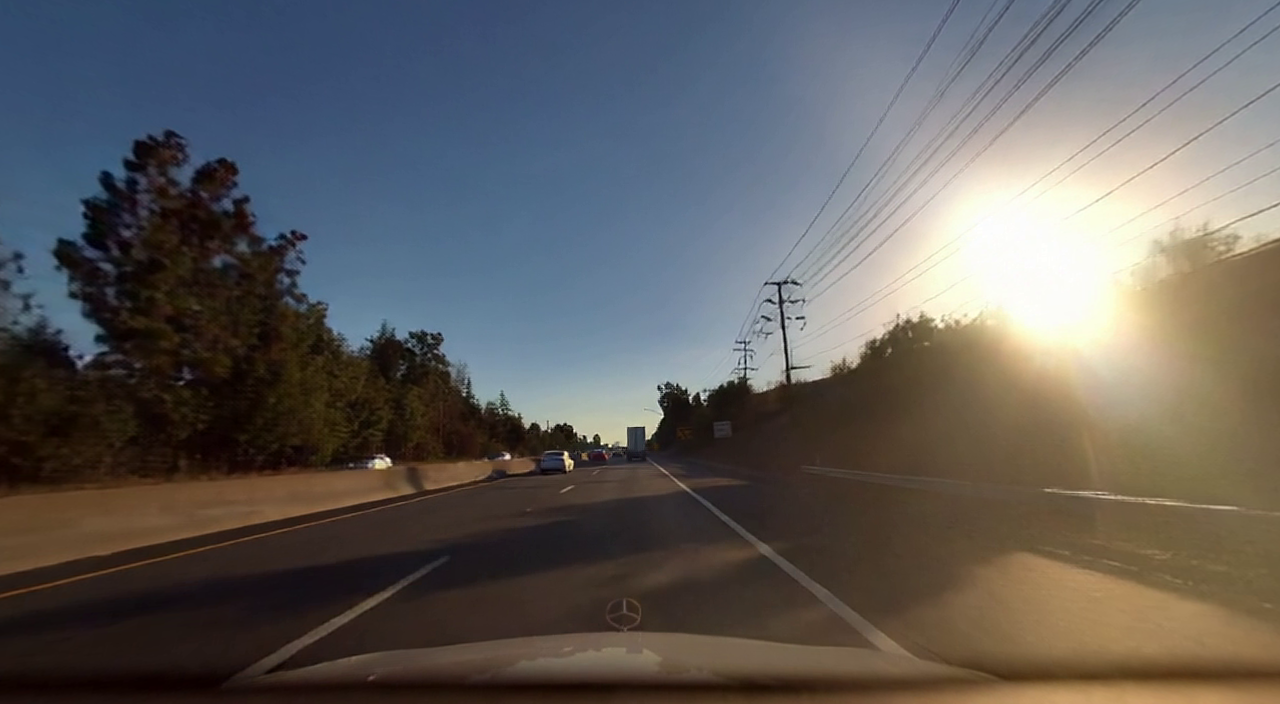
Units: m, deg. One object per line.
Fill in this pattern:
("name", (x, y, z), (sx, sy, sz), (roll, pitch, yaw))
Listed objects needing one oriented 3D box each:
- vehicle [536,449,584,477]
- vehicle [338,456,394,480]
("vehicle", (-4.429, 6.215, 35.533), (2.106, 1.445, 4.404), (0, -9, 0))
("vehicle", (-18.102, 7.649, 41.826), (1.830, 1.469, 4.110), (0, -9, 0))
